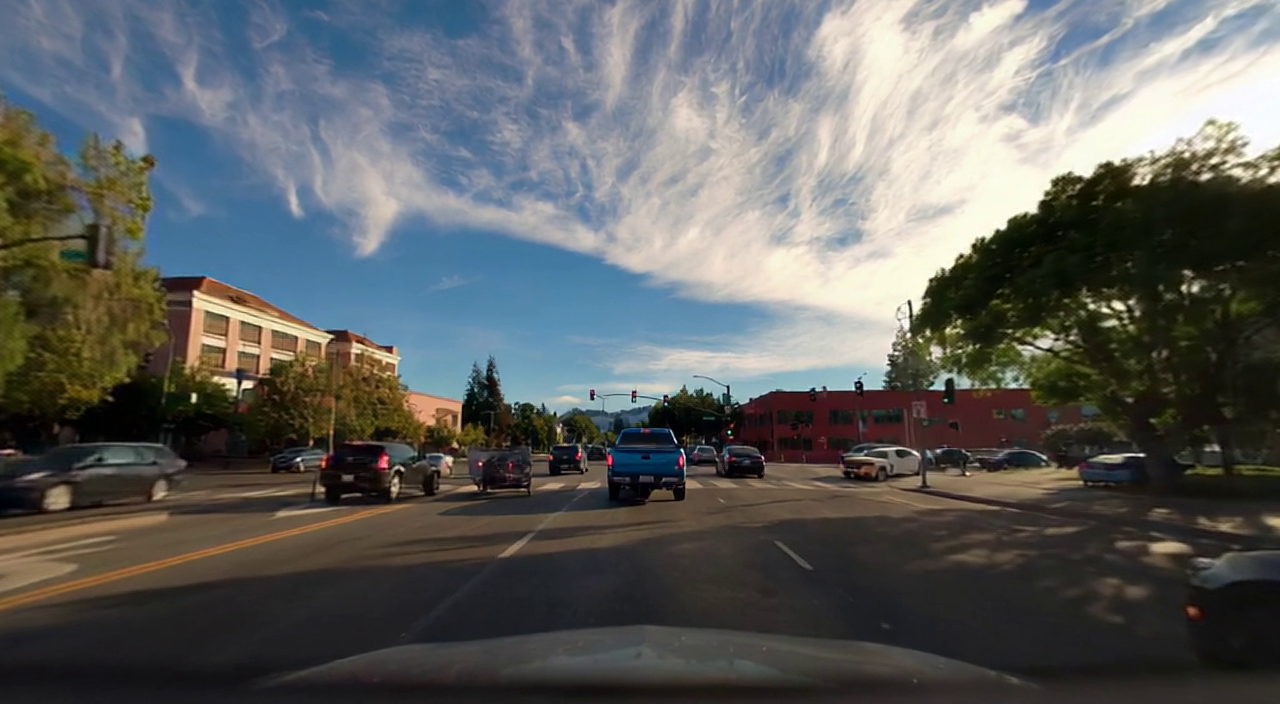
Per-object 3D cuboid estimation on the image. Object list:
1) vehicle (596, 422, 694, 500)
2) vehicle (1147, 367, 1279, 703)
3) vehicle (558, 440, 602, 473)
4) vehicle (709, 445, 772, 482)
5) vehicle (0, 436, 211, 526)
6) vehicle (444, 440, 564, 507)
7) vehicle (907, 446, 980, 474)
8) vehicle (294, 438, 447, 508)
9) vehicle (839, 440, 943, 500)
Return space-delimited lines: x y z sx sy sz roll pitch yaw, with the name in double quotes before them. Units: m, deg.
"vehicle" 0.124 3.136 18.505 2.493 1.934 4.957 0 -8 0
"vehicle" 3.455 0.653 0.933 1.955 1.628 4.152 0 -8 1
"vehicle" -3.328 5.840 35.508 2.018 1.700 4.142 0 -8 1
"vehicle" 4.271 4.789 27.505 1.968 1.472 4.456 0 -8 0
"vehicle" -12.165 2.765 14.136 2.054 1.662 4.384 0 -8 -1
"vehicle" -3.280 3.019 16.194 1.986 1.465 4.509 0 -8 1
"vehicle" 22.591 7.956 46.881 5.227 1.935 2.289 5 -10 -32
"vehicle" -6.652 3.010 16.205 1.907 1.541 4.364 0 -8 1
"vehicle" 8.928 4.191 22.910 2.126 1.820 4.521 2 -8 3
